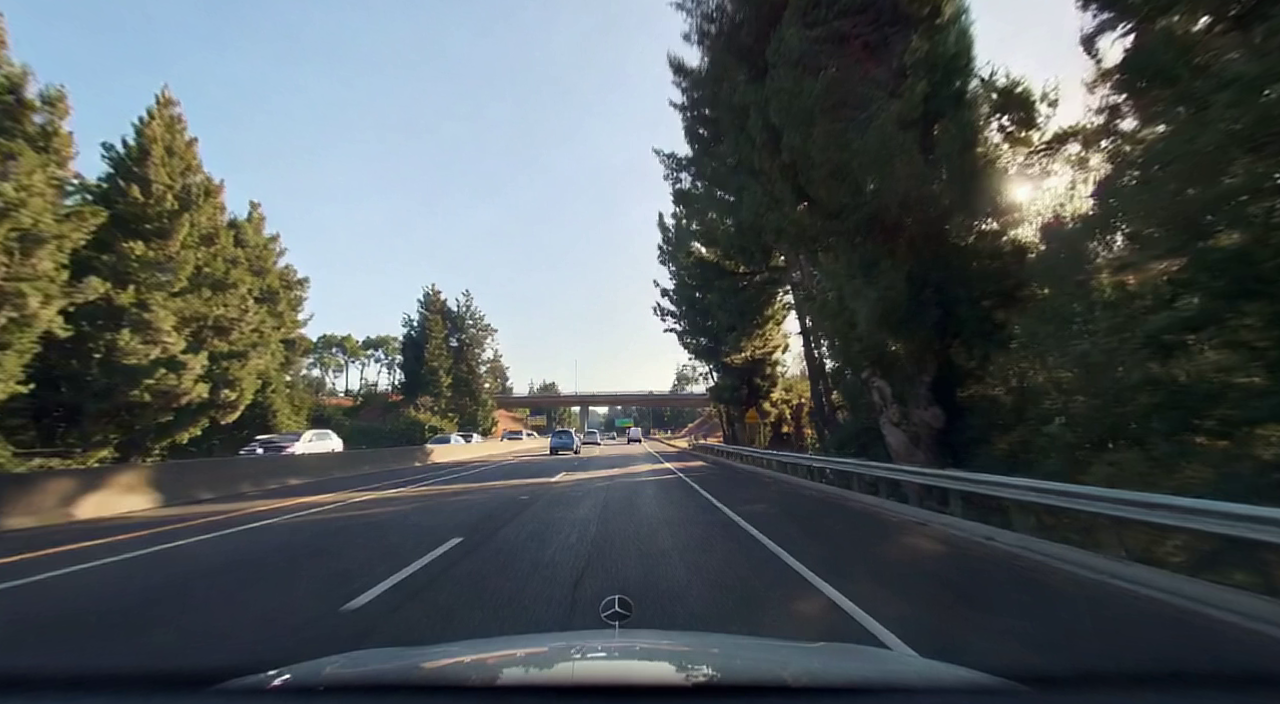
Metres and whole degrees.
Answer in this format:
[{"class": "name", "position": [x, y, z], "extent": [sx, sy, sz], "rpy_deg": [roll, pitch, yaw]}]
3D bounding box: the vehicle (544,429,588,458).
[{"class": "vehicle", "position": [-4.317, 5.449, 37.491], "extent": [2.169, 1.588, 4.264], "rpy_deg": [0, -8, -1]}]

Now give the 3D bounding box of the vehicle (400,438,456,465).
[{"class": "vehicle", "position": [-12.701, 5.945, 38.028], "extent": [1.981, 1.509, 4.269], "rpy_deg": [0, -8, 0]}]

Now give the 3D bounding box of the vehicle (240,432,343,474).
[{"class": "vehicle", "position": [-17.212, 4.986, 31.508], "extent": [2.015, 1.861, 5.531], "rpy_deg": [0, -8, -1]}]
